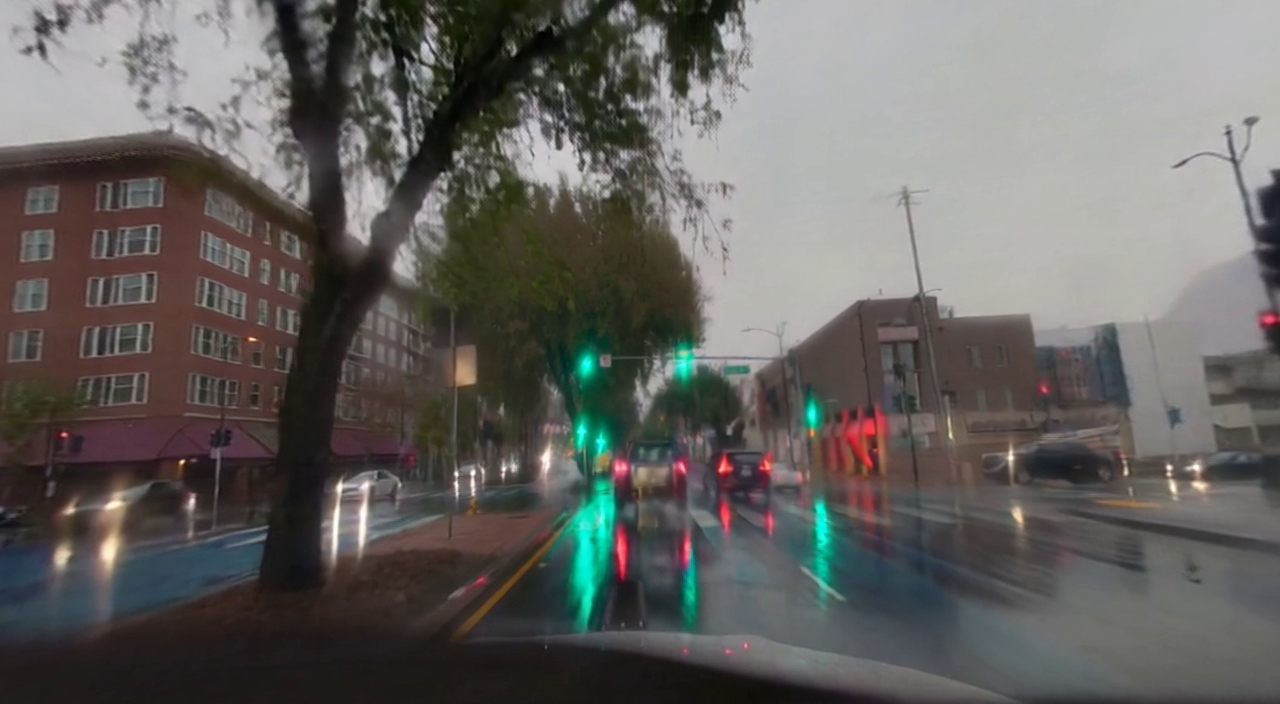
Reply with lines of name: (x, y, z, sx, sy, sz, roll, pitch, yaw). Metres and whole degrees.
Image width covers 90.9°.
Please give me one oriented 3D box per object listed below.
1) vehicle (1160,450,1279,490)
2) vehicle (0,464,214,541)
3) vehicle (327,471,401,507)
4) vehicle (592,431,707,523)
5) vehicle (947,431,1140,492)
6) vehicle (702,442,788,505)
vehicle: (23.071, 4.582, 24.679, 3.919, 1.446, 1.721, 0, -9, -2)
vehicle: (-17.330, 4.838, 21.065, 2.185, 1.998, 5.820, 0, -9, -1)
vehicle: (-14.165, 7.045, 32.689, 1.856, 1.521, 4.309, 0, -9, 0)
vehicle: (0.154, 2.734, 14.313, 2.209, 1.748, 4.130, 0, -9, -1)
vehicle: (14.031, 3.855, 22.272, 5.156, 2.005, 2.122, -1, -9, 6)
vehicle: (3.220, 3.793, 20.149, 1.939, 1.746, 4.091, 0, -9, -2)
